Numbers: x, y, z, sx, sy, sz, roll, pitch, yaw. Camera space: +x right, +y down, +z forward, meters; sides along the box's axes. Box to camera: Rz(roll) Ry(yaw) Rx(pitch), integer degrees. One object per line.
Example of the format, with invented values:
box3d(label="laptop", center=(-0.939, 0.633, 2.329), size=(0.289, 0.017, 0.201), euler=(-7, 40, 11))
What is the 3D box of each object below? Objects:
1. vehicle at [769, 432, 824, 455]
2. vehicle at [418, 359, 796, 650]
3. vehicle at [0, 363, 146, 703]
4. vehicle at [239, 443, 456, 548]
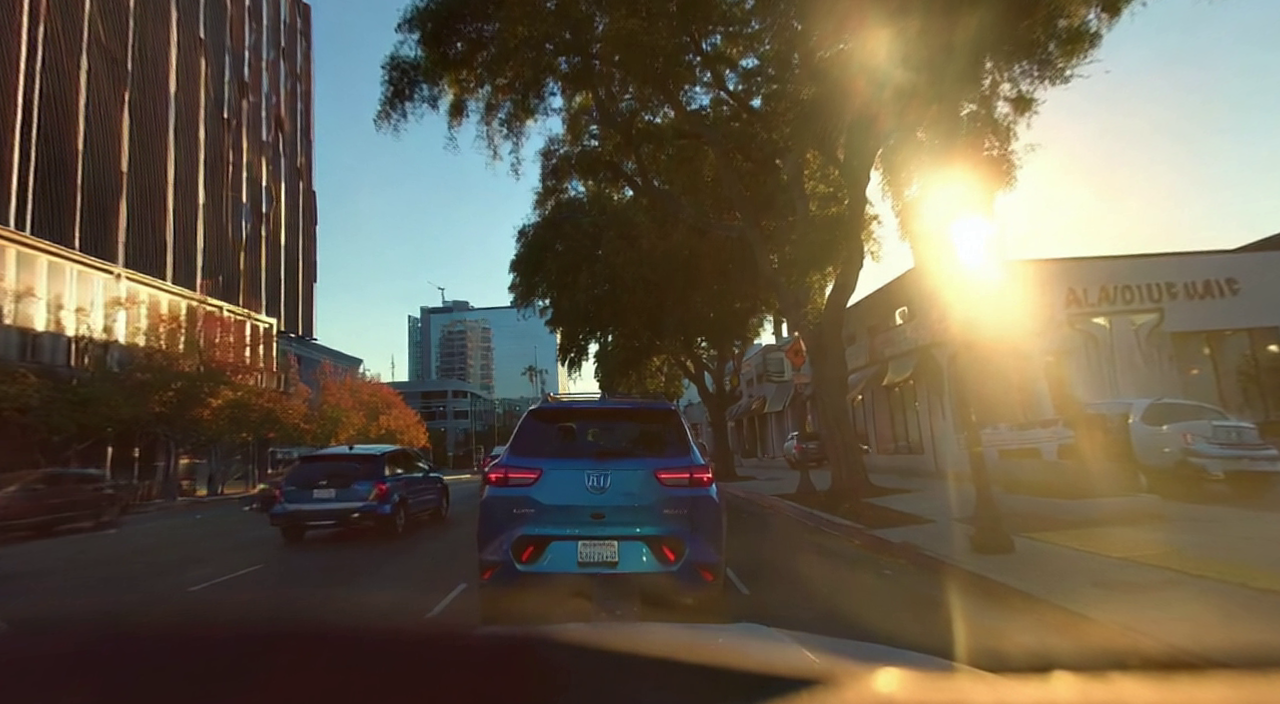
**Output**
box3d(label="vehicle", center=(10.282, 5.996, 41.235), size=(1.877, 1.416, 3.965), euler=(-8, -12, 39))
box3d(label="vehicle", center=(-0.347, 1.327, 6.535), size=(2.531, 1.930, 4.382), euler=(0, -8, -4))
box3d(label="vehicle", center=(-3.196, 0.639, 0.600), size=(1.971, 1.658, 4.428), euler=(0, -8, -2))
box3d(label="vehicle", center=(-4.755, 2.345, 11.144), size=(1.876, 1.448, 4.464), euler=(0, -8, -3))
